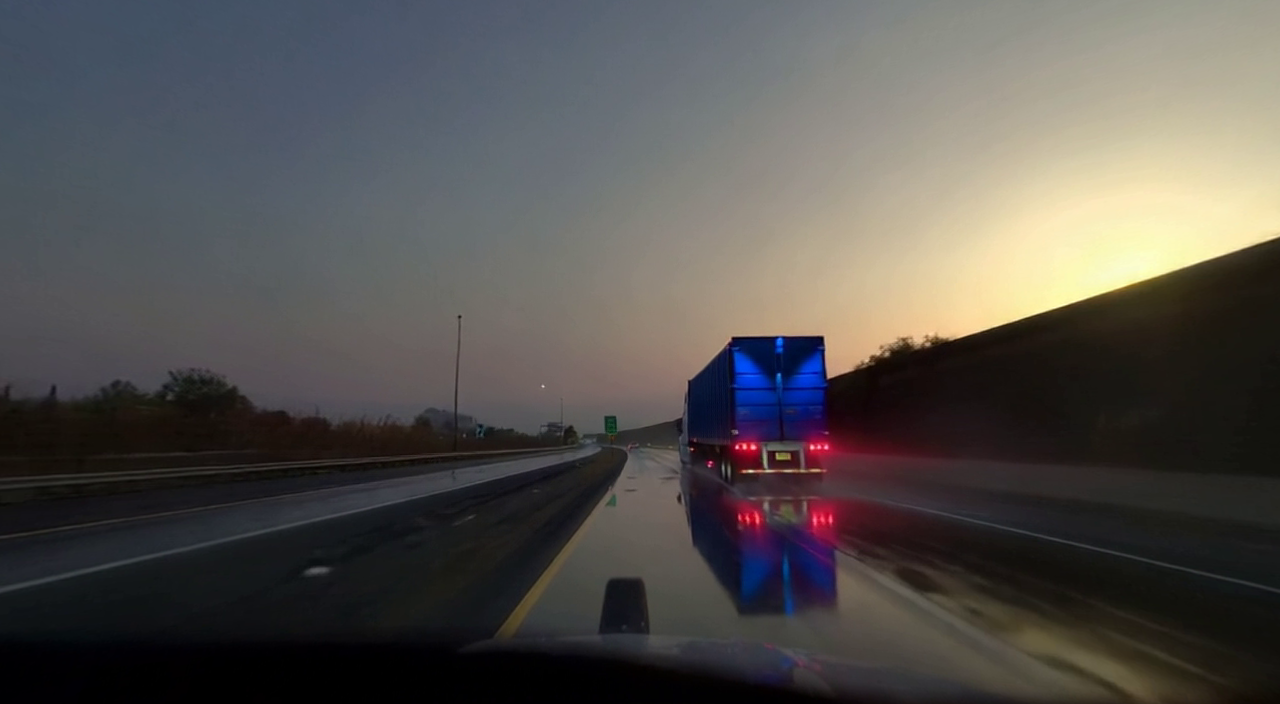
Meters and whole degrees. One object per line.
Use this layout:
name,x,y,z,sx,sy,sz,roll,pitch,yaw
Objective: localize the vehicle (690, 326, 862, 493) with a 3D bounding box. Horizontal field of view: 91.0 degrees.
vehicle,4.269,2.520,24.115,3.615,4.578,13.539,0,-8,0
